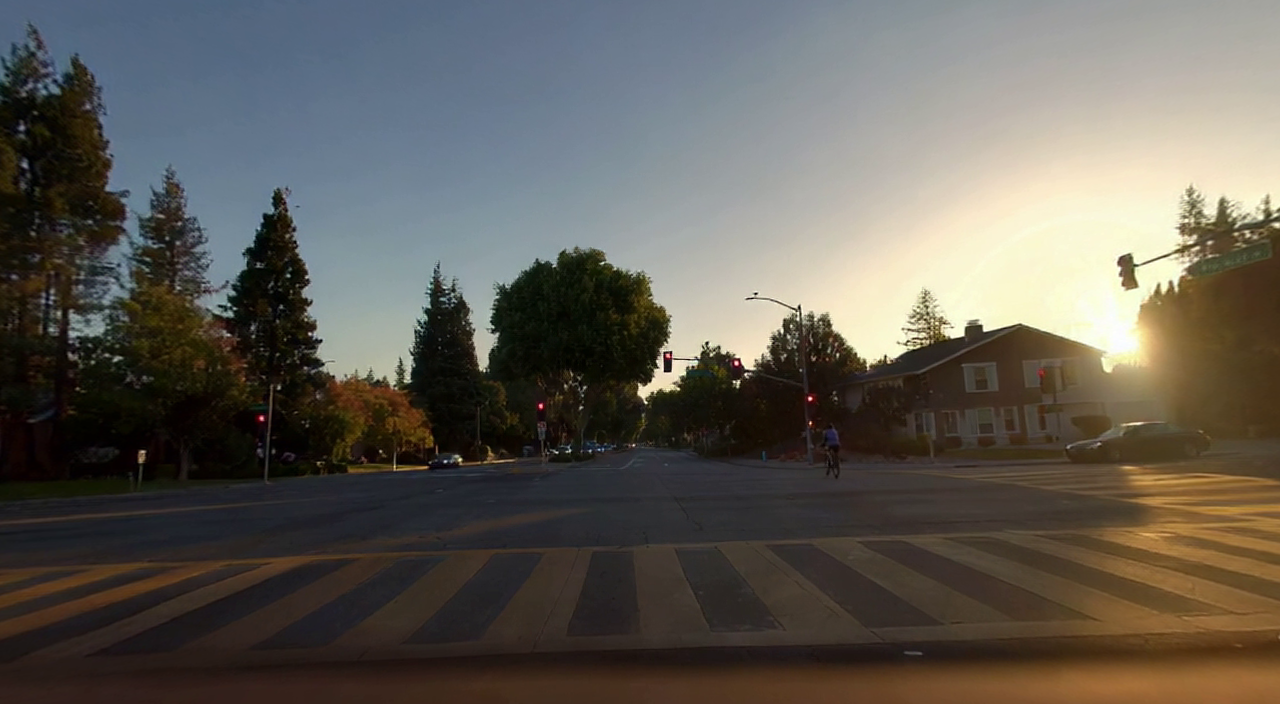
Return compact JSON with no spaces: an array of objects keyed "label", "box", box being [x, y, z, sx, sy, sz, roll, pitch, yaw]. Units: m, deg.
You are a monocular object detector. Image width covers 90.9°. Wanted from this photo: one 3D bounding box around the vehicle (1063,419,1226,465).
[{"label":"vehicle","box":[17.299,3.108,21.766,3.969,1.493,1.823,0,-9,1]}]
